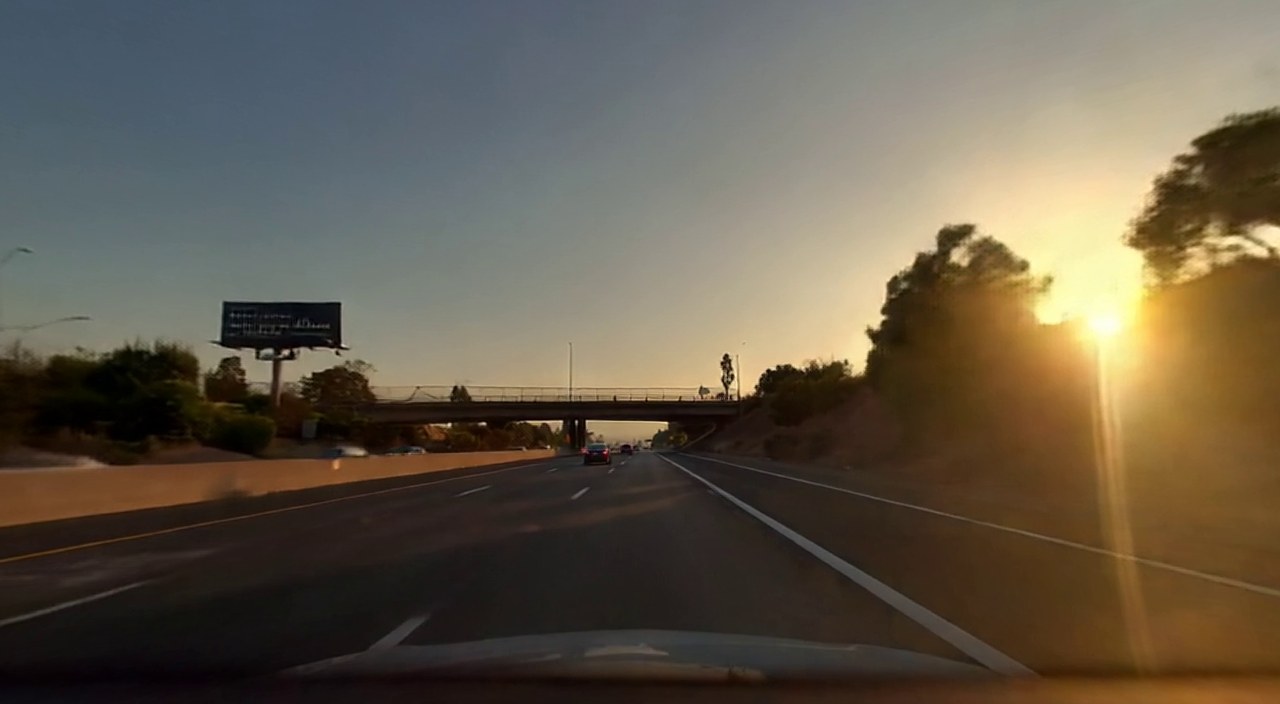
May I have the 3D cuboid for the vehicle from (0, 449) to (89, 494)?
[{"bbox_3d":[-24.096,4.556,24.172,1.940,1.580,4.371,0,-8,0],"label":"vehicle"}]

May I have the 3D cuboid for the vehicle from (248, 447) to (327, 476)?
[{"bbox_3d":[-20.161,6.242,36.279,1.909,1.494,4.424,0,-8,1],"label":"vehicle"}]

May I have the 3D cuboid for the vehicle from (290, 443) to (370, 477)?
[{"bbox_3d":[-16.134,5.614,33.106,1.957,1.667,4.360,0,-8,1],"label":"vehicle"}]
